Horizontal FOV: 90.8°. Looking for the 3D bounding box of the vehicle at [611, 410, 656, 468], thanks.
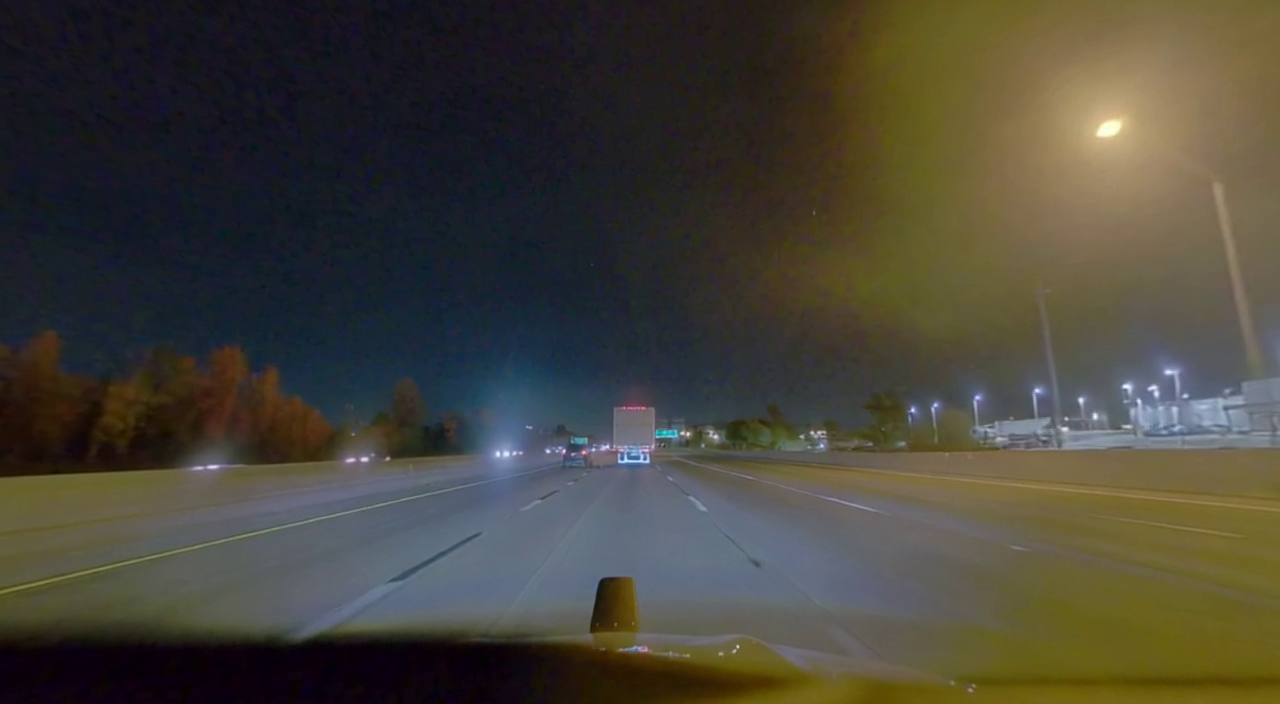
[{"bbox_3d":[-0.369,6.682,48.095,3.000,3.786,11.740,0,-9,1],"label":"vehicle"}]
